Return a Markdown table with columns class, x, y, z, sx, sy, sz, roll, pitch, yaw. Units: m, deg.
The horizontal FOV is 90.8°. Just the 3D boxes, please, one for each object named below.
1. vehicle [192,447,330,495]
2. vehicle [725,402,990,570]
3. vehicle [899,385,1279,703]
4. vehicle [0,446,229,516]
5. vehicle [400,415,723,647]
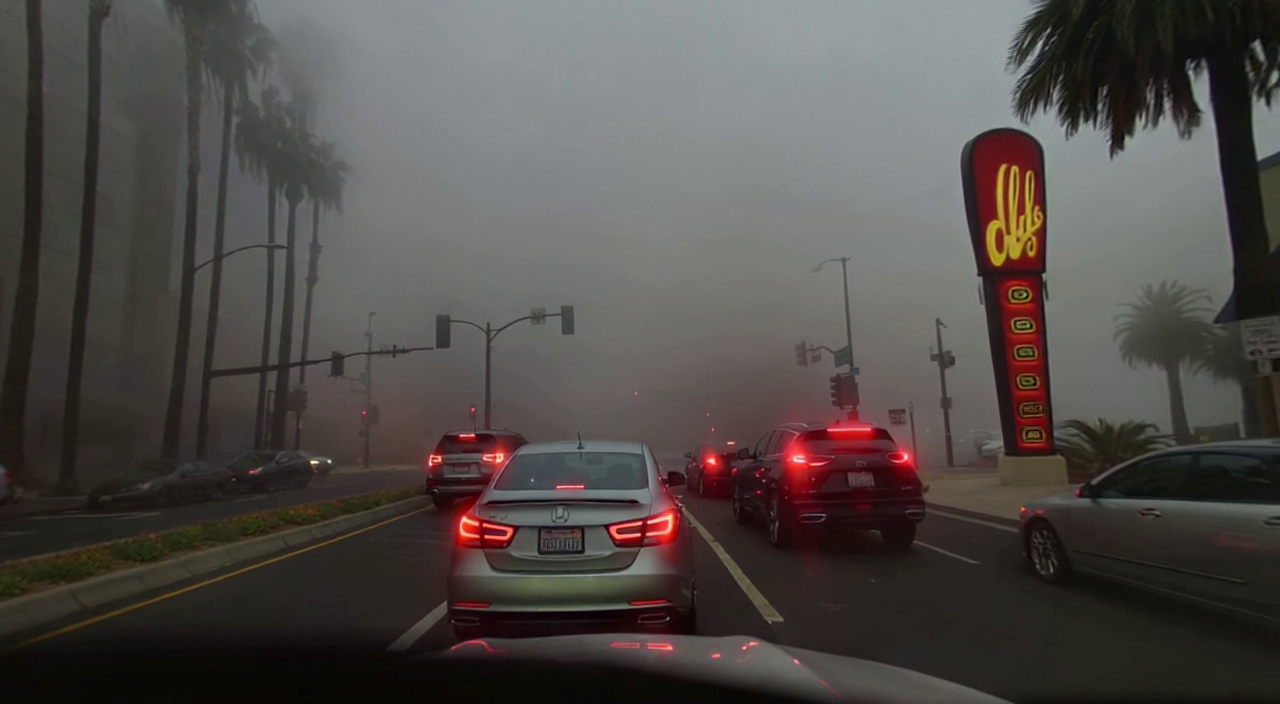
| class | x | y | z | sx | sy | sz | roll | pitch | yaw |
| --- | --- | --- | --- | --- | --- | --- | --- | --- | --- |
| vehicle | -12.863 | 4.023 | 21.869 | 1.856 | 1.455 | 4.700 | 0 | -9 | 0 |
| vehicle | 2.640 | 1.767 | 9.060 | 2.096 | 1.775 | 4.440 | 0 | -9 | -2 |
| vehicle | 2.619 | 0.809 | 1.470 | 2.085 | 1.469 | 4.458 | 0 | -9 | -1 |
| vehicle | -12.864 | 3.136 | 15.970 | 1.870 | 1.475 | 4.531 | 0 | -9 | 0 |
| vehicle | -0.520 | 1.475 | 6.225 | 2.096 | 1.492 | 4.071 | 0 | -9 | 0 |
